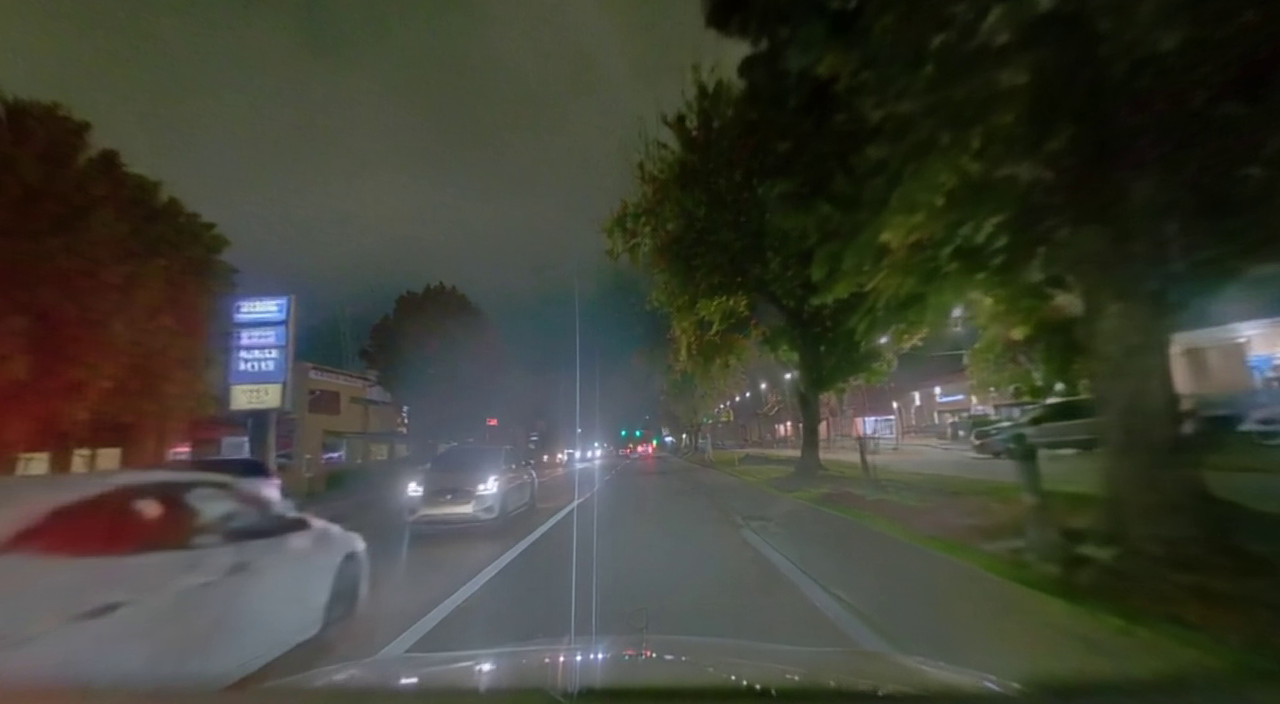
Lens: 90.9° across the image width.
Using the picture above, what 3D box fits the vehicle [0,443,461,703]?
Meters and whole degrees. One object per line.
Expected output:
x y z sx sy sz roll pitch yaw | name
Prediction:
-2.788 1.235 3.537 2.099 1.424 4.609 0 -8 1 | vehicle

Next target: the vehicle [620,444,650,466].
-0.394 7.350 45.262 2.020 1.478 3.922 1 -8 -2 | vehicle
